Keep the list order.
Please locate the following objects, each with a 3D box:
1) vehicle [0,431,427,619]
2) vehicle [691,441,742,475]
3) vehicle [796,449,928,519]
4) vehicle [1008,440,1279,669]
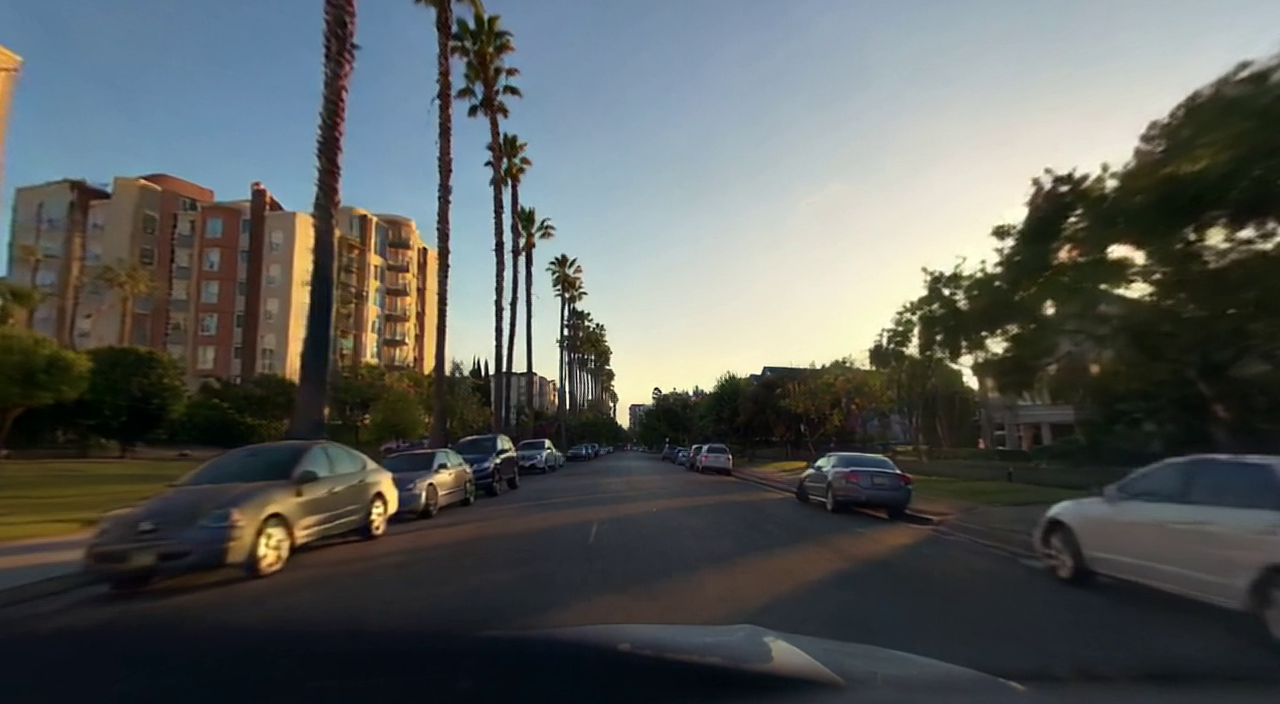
[{"bbox_3d":[-4.486,1.817,7.737,2.066,1.506,4.719,1,-9,0],"label":"vehicle"},{"bbox_3d":[4.285,6.022,36.076,1.969,1.782,4.677,1,-8,-4],"label":"vehicle"},{"bbox_3d":[5.268,3.139,15.537,1.812,1.461,3.575,0,-8,-2],"label":"vehicle"},{"bbox_3d":[5.472,1.524,5.216,2.121,1.568,4.473,0,-8,-1],"label":"vehicle"}]
